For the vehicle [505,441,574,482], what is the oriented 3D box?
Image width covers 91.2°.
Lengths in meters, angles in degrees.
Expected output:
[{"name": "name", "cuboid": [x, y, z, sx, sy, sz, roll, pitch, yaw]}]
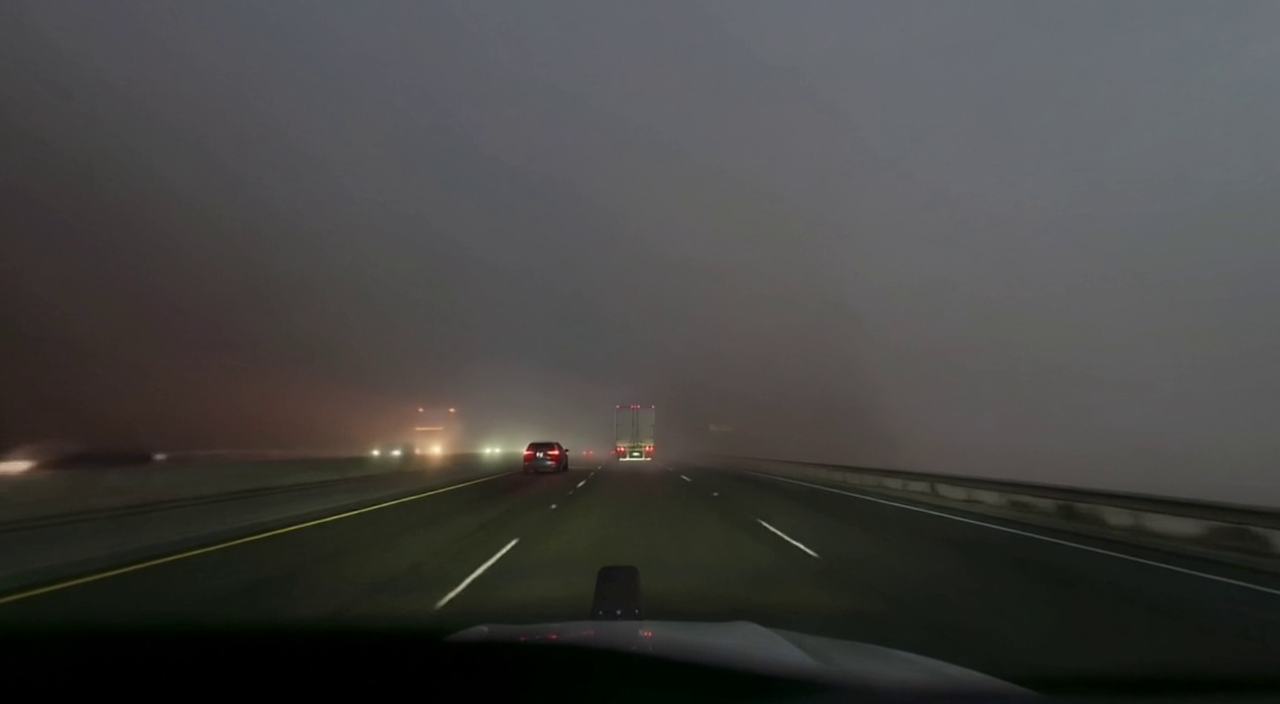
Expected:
[{"name": "vehicle", "cuboid": [-3.965, 4.422, 25.552, 2.057, 1.519, 4.372, -1, -9, 1]}]

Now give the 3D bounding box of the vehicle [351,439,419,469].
[{"name": "vehicle", "cuboid": [-13.774, 5.550, 34.163, 1.876, 1.486, 4.508, 0, -9, 0]}]

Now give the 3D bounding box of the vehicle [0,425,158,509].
[{"name": "vehicle", "cuboid": [-12.695, 2.321, 12.825, 1.998, 1.527, 4.605, 0, -9, 0]}]
